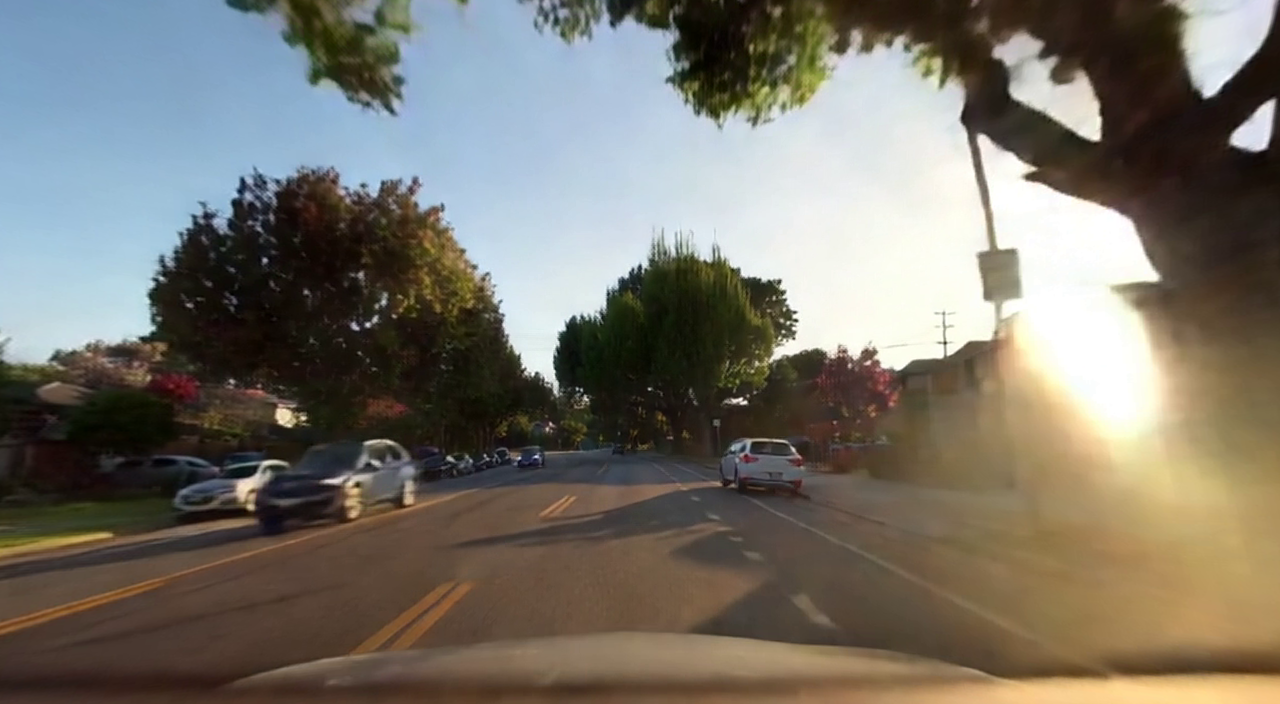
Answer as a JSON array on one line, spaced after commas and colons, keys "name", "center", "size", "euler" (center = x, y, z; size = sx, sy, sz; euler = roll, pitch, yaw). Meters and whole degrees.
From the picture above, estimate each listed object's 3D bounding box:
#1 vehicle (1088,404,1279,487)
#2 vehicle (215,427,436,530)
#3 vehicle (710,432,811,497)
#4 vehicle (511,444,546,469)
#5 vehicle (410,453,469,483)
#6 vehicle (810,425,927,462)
[{"name": "vehicle", "center": [13.026, 2.094, 14.175], "size": [4.360, 1.692, 2.011], "euler": [0, -8, 0]}, {"name": "vehicle", "center": [-6.537, 2.679, 14.082], "size": [2.294, 1.831, 5.199], "euler": [1, -8, -1]}, {"name": "vehicle", "center": [3.692, 3.567, 20.549], "size": [2.176, 1.793, 5.534], "euler": [1, -8, 0]}, {"name": "vehicle", "center": [-8.312, 7.811, 47.524], "size": [2.090, 1.724, 4.270], "euler": [1, -8, -4]}, {"name": "vehicle", "center": [-11.146, 6.461, 35.461], "size": [1.922, 1.496, 4.598], "euler": [1, -8, -1]}, {"name": "vehicle", "center": [12.560, 5.075, 35.152], "size": [5.437, 1.931, 2.837], "euler": [0, -8, 1]}]
